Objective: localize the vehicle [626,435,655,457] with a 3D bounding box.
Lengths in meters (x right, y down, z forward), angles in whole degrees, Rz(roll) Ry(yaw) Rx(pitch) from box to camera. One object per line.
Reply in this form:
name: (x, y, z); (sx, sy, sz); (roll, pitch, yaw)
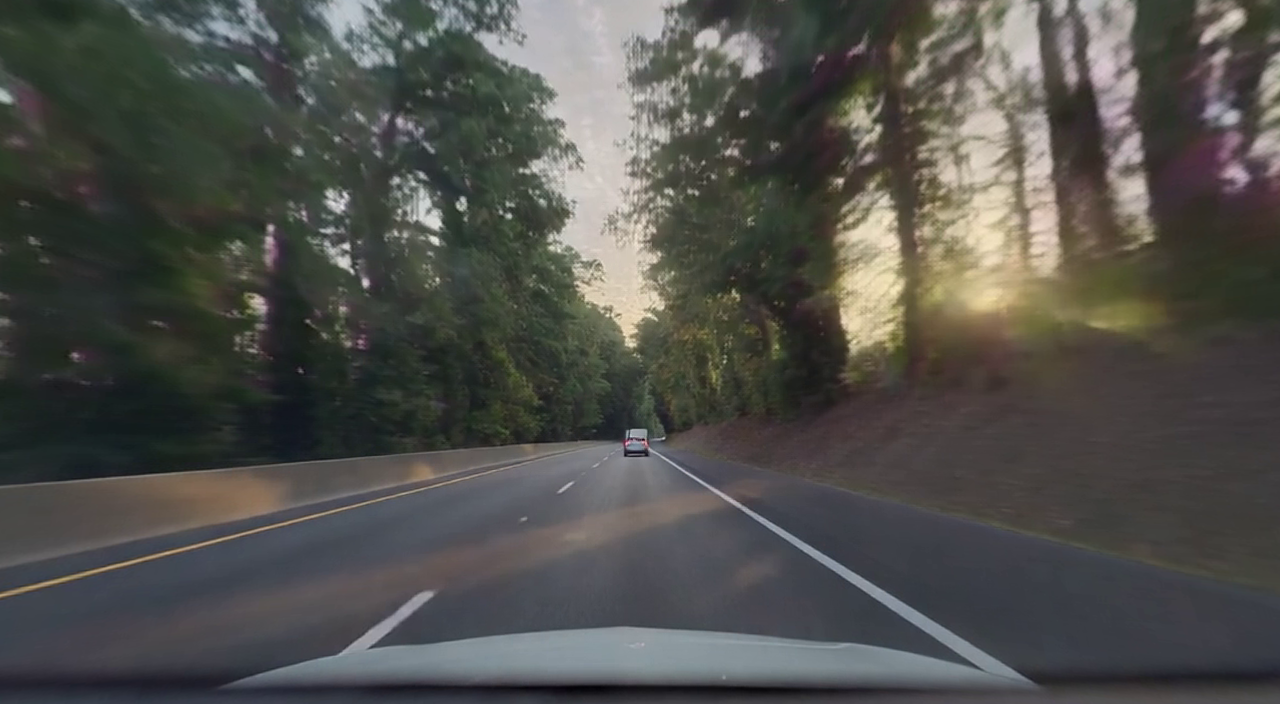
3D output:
vehicle: (-0.014, 7.336, 49.386); (2.094, 1.653, 4.283); (0, -8, -2)
